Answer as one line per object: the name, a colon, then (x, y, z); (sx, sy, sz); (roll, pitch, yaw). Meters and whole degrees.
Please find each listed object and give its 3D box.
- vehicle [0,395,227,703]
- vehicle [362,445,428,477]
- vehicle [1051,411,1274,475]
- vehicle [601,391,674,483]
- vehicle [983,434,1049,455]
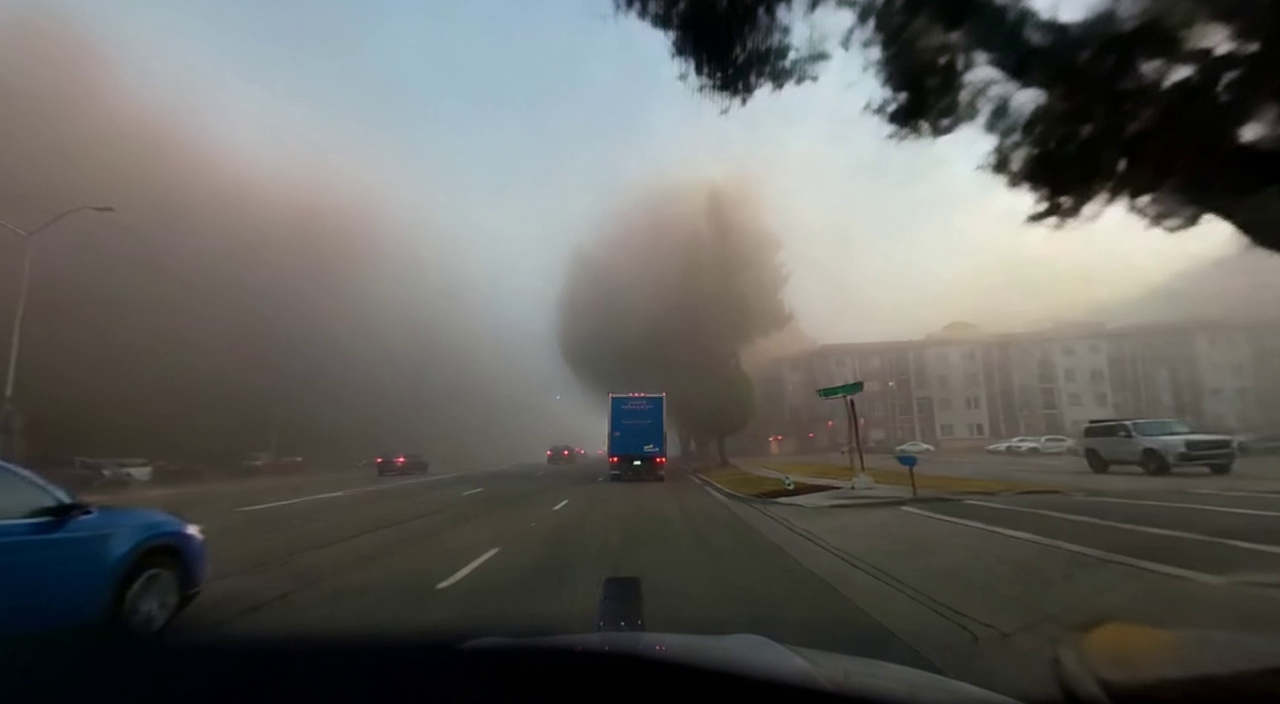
vehicle: (-4.092, 0.914, 2.359); (2.078, 1.597, 4.355); (0, -9, 0)
vehicle: (-13.896, 6.179, 35.867); (1.958, 1.672, 4.283); (0, -9, 1)
vehicle: (13.881, 2.438, 16.905); (4.321, 1.579, 1.823); (0, -7, 1)
vehicle: (-0.014, 4.036, 29.428); (2.905, 3.644, 8.807); (0, -9, 1)
vehicle: (25.871, 6.376, 43.210); (3.503, 1.419, 1.646); (1, -9, -4)
